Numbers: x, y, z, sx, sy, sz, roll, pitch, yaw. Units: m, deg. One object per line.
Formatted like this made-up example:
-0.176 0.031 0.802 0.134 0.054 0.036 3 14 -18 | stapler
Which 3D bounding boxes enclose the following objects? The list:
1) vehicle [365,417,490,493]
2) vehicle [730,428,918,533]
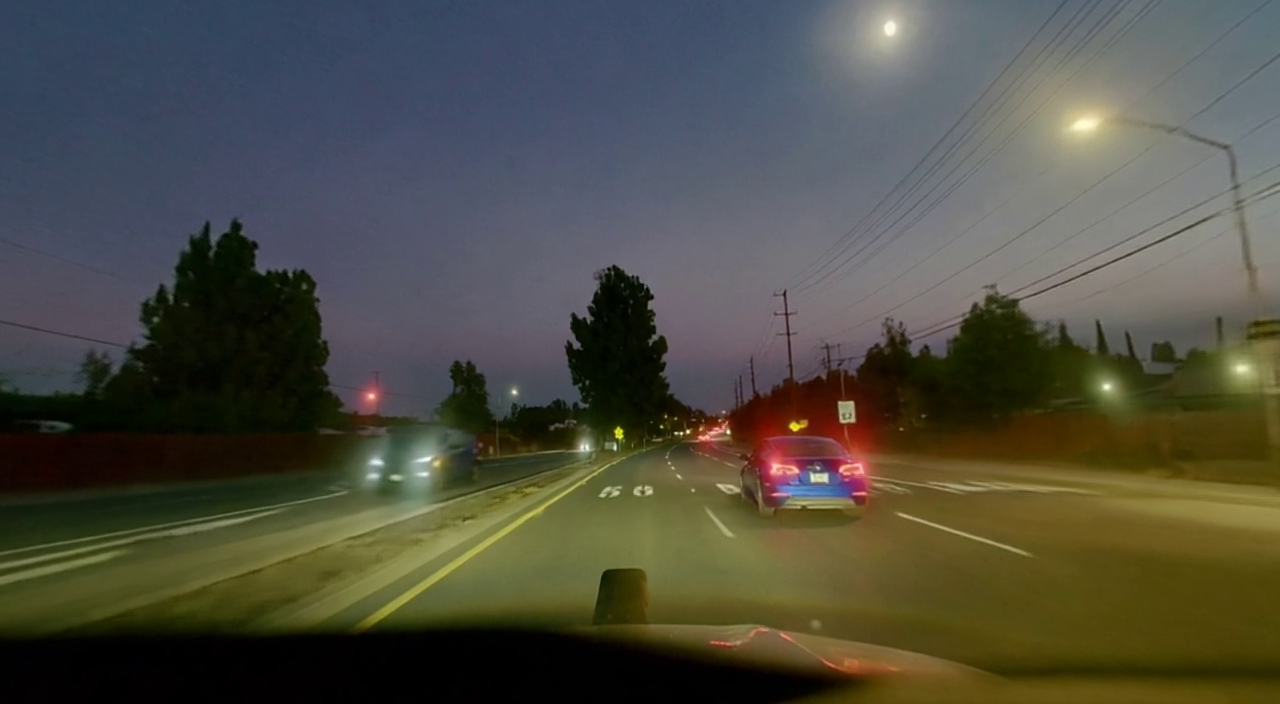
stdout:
-5.855 2.878 17.994 1.983 1.882 4.281 0 -8 1 | vehicle
2.931 2.131 11.174 2.063 1.481 4.247 0 -8 0 | vehicle
